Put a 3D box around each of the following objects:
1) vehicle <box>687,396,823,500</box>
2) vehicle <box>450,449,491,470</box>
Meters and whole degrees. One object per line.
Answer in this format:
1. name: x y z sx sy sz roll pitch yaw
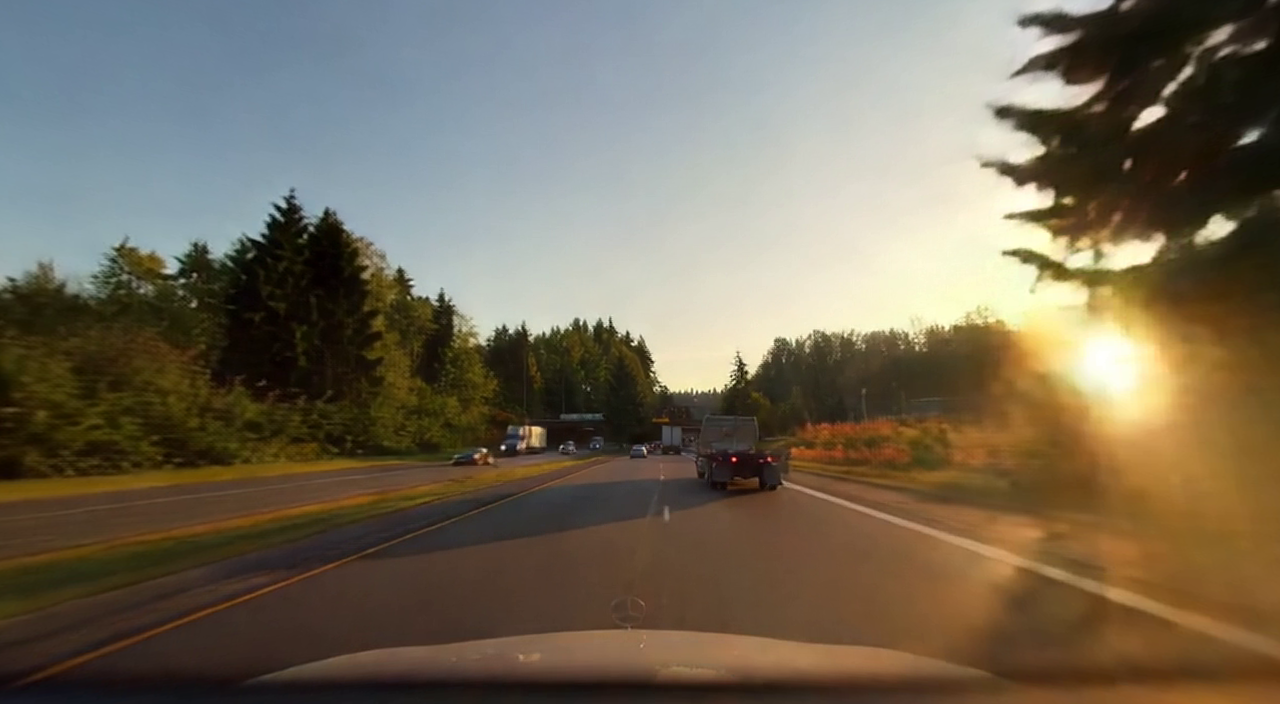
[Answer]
1. vehicle: 2.948 2.725 18.072 2.677 2.439 6.402 0 -8 0
2. vehicle: -12.449 7.919 46.501 1.737 1.450 4.343 0 -8 1
